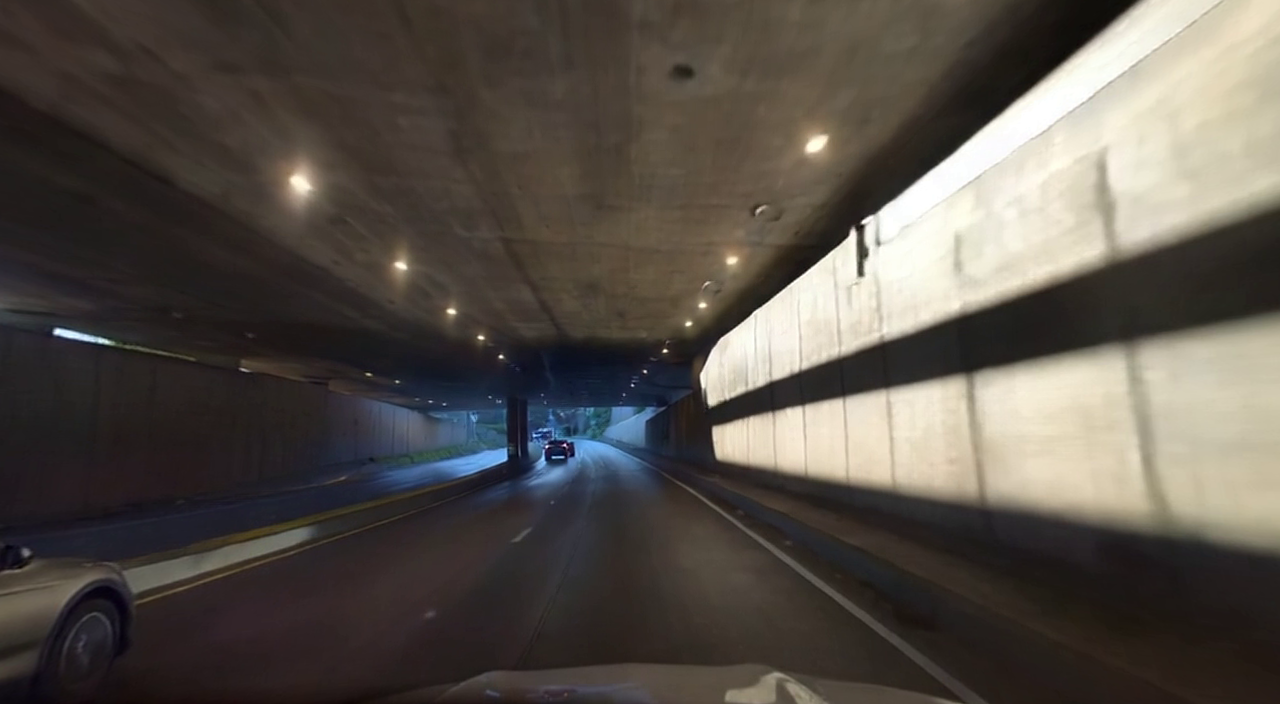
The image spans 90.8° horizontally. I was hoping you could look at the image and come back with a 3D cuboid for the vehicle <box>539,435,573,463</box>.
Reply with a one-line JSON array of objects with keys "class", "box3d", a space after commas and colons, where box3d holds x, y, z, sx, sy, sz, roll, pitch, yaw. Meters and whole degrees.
[{"class": "vehicle", "box3d": [-5.548, 6.460, 42.149, 1.961, 1.725, 4.315, 0, -8, -3]}]
